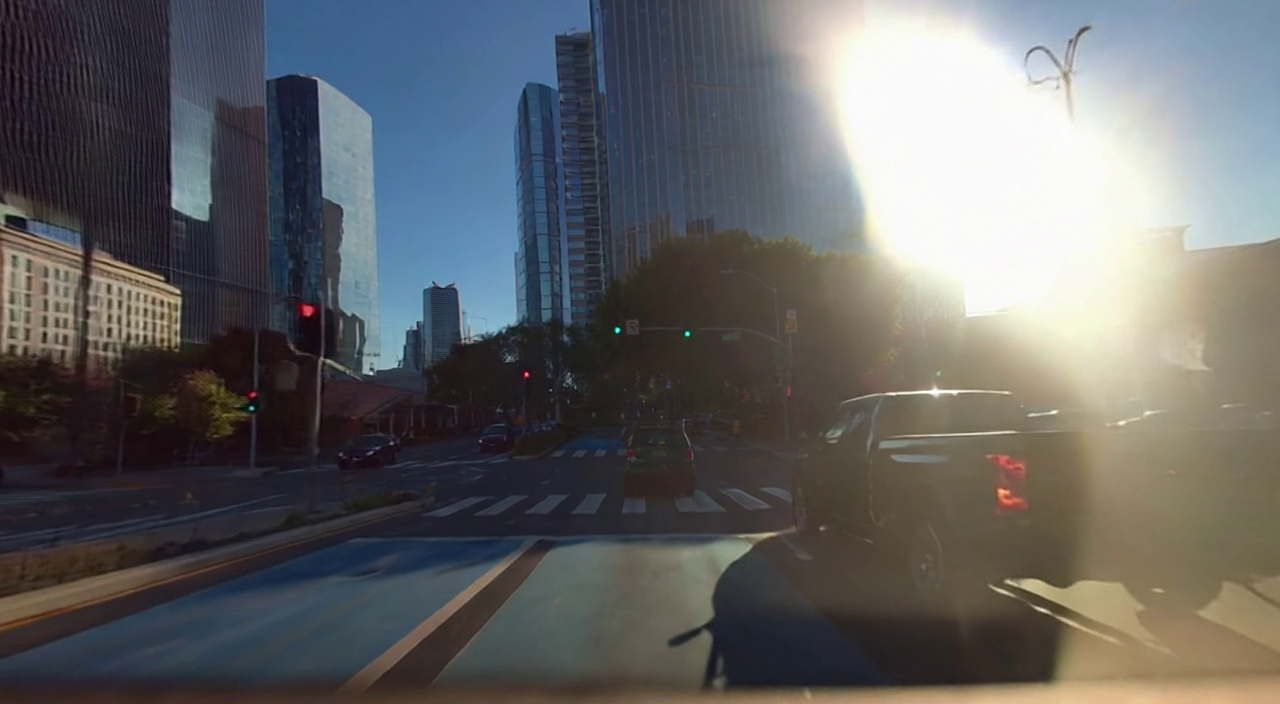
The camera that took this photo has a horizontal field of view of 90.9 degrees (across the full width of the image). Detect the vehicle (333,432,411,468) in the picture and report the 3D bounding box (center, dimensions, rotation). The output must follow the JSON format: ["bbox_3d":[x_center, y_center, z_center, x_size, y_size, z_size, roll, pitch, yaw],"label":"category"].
[{"bbox_3d":[-13.515,4.980,32.175,2.062,1.697,4.321,0,-8,0],"label":"vehicle"}]

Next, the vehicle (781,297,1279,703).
[{"bbox_3d":[3.394,1.210,6.251,2.487,2.048,6.443,0,-9,0],"label":"vehicle"}]

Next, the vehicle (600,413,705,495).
[{"bbox_3d":[0.258,2.555,15.957,2.283,1.773,4.255,0,-9,0],"label":"vehicle"}]
